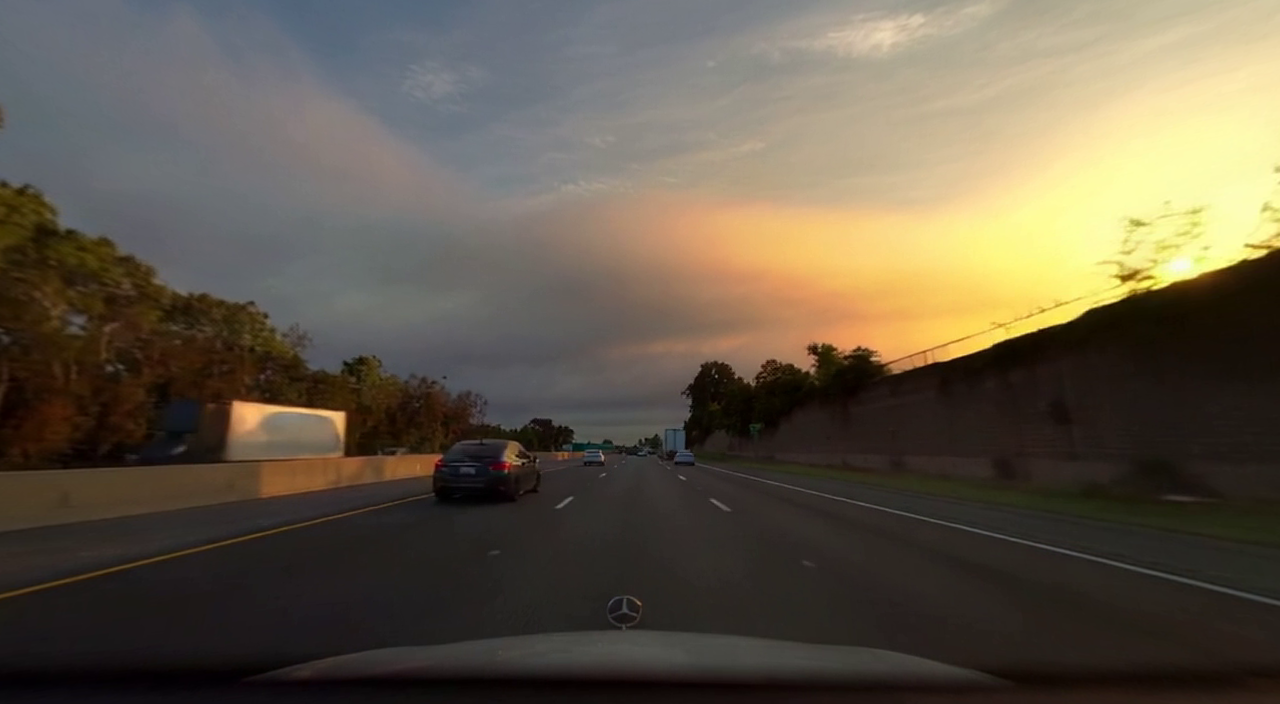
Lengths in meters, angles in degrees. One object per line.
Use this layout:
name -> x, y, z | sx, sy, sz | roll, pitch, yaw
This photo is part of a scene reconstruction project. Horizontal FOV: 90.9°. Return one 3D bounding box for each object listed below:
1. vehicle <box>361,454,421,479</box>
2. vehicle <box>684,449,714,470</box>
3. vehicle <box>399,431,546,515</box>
vehicle -> -15.713, 7.229, 40.018 | 1.984, 1.494, 4.391 | 0, -9, 1
vehicle -> 4.414, 8.065, 47.422 | 1.873, 1.529, 3.953 | 0, -9, 0
vehicle -> -3.840, 2.893, 15.621 | 2.138, 1.720, 5.186 | 0, -9, 1
